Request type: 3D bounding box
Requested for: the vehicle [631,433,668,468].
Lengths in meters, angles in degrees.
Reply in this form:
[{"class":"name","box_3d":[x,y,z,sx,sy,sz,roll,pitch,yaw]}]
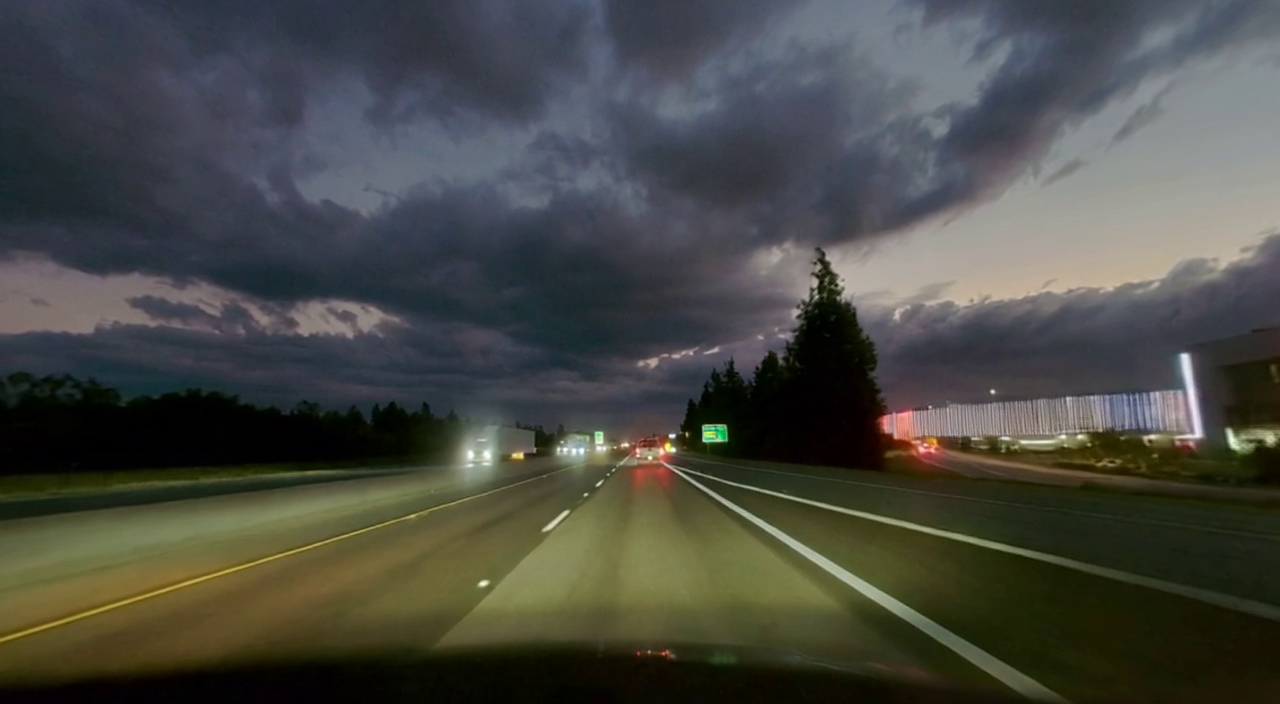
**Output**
[{"class":"vehicle","box_3d":[0.606,6.321,40.289,2.268,2.122,4.595,-1,-9,1]}]
